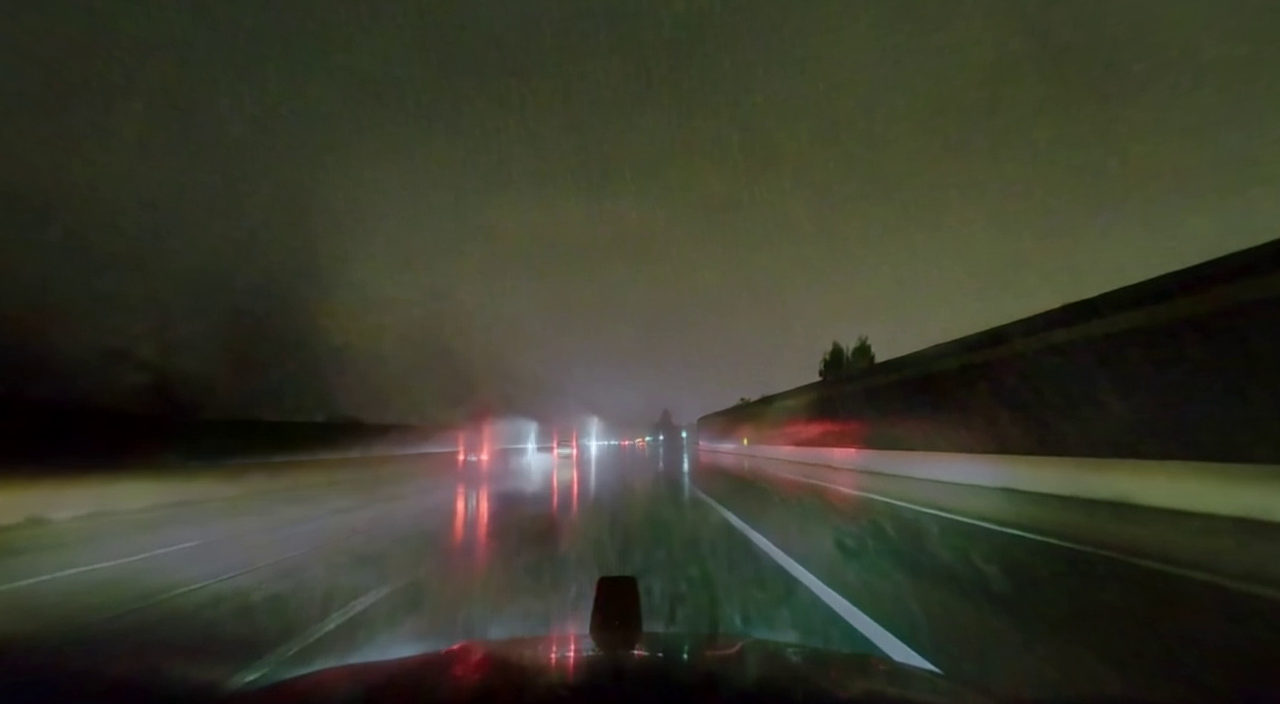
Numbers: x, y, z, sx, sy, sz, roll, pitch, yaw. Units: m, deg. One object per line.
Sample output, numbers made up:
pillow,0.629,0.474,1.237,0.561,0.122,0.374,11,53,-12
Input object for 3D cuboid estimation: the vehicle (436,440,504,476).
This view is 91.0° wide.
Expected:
vehicle,-7.985,5.009,30.080,1.924,1.519,4.791,-1,-8,0

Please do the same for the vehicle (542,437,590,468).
vehicle,-4.259,5.859,37.061,2.200,1.662,5.091,-1,-8,0
